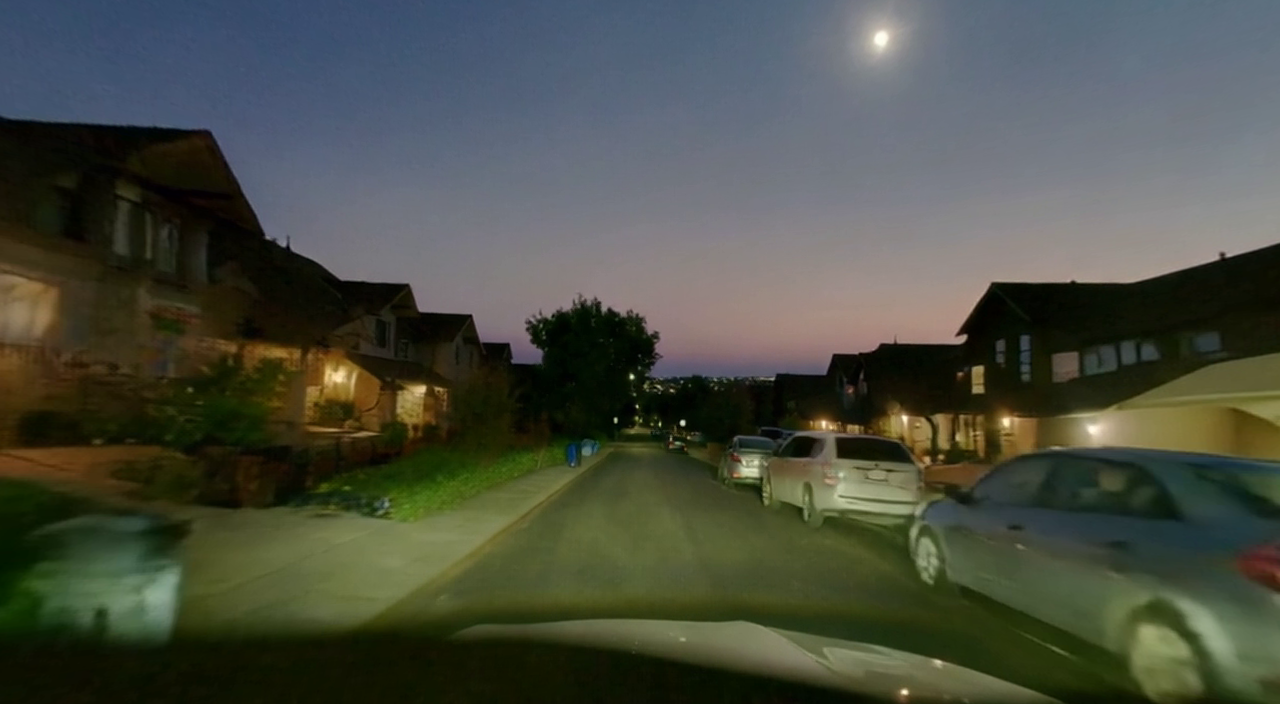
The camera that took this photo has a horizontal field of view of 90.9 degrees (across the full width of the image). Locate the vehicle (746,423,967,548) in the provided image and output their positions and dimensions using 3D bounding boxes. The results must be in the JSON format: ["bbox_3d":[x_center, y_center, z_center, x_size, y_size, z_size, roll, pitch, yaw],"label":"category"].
[{"bbox_3d":[3.194,2.038,10.497,2.006,1.603,4.553,0,-8,-1],"label":"vehicle"}]

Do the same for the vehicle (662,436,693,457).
[{"bbox_3d":[2.806,7.162,48.074,1.955,1.498,4.046,0,-8,-2],"label":"vehicle"}]

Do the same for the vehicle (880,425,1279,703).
[{"bbox_3d":[3.293,1.262,4.217,1.721,1.477,3.965,0,-8,-1],"label":"vehicle"}]
